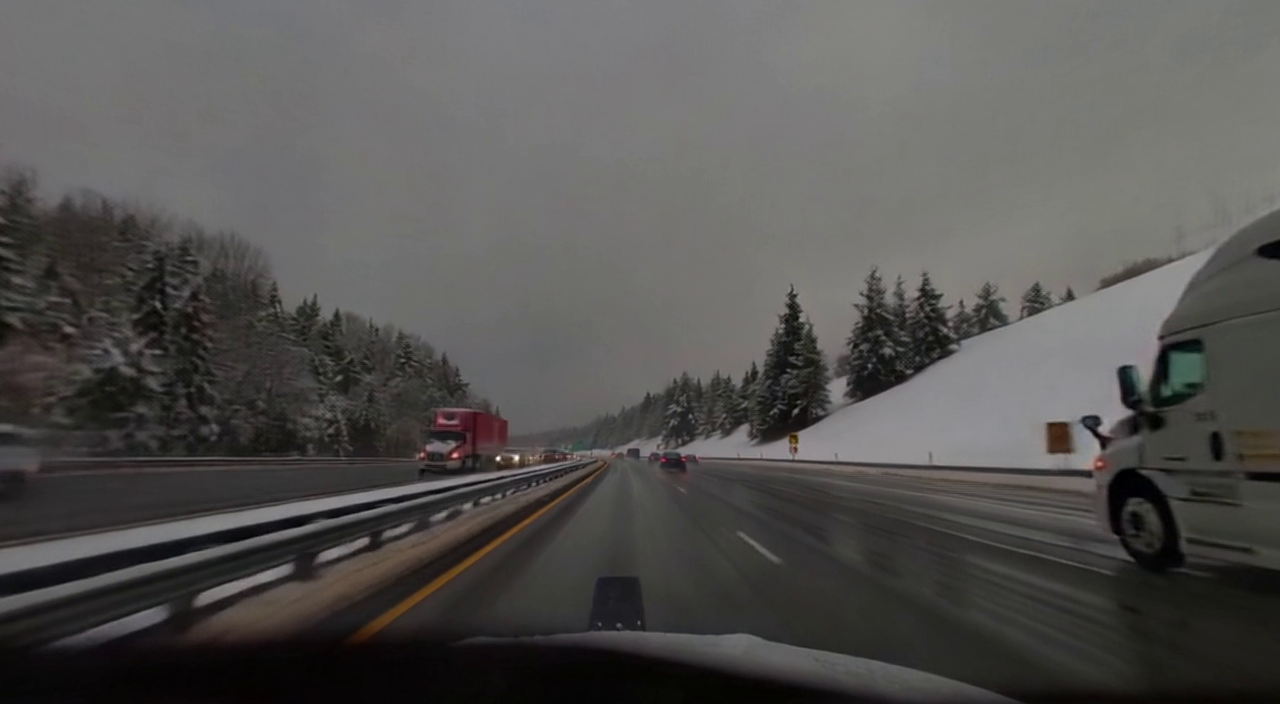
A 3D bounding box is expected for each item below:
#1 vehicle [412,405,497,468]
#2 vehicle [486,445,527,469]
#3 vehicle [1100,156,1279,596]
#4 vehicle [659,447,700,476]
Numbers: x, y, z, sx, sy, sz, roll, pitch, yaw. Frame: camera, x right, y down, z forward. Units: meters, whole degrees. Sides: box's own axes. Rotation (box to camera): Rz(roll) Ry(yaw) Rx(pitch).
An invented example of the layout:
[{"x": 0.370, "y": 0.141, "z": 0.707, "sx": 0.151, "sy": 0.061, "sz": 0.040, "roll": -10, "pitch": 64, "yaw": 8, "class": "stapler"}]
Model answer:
[{"x": -13.004, "y": 6.187, "z": 45.471, "sx": 2.947, "sy": 3.956, "sz": 11.078, "roll": 0, "pitch": -9, "yaw": -1, "class": "vehicle"}, {"x": -8.436, "y": 6.651, "z": 40.184, "sx": 1.830, "sy": 1.438, "sz": 3.678, "roll": 0, "pitch": -9, "yaw": 0, "class": "vehicle"}, {"x": 7.099, "y": 0.048, "z": 4.526, "sx": 2.941, "sy": 3.837, "sz": 5.946, "roll": 0, "pitch": -9, "yaw": 1, "class": "vehicle"}, {"x": 2.298, "y": 6.492, "z": 37.445, "sx": 2.111, "sy": 1.599, "sz": 3.859, "roll": 0, "pitch": -9, "yaw": -1, "class": "vehicle"}]
